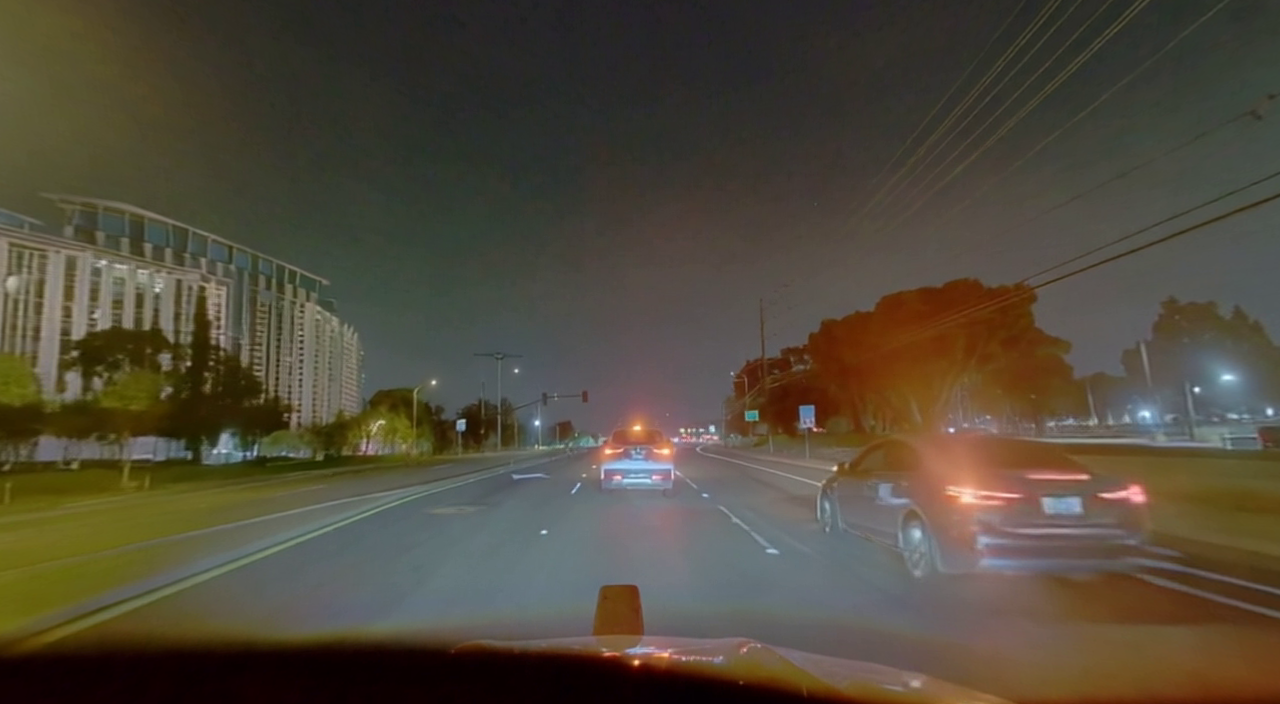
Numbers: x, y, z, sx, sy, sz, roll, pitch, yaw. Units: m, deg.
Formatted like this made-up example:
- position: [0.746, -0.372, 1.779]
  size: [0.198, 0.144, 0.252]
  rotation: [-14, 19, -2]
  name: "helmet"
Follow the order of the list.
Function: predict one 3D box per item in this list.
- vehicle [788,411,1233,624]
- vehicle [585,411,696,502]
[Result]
- position: [3.168, 1.500, 6.815]
  size: [1.990, 1.482, 4.575]
  rotation: [0, -8, 0]
  name: "vehicle"
- position: [0.014, 2.392, 14.761]
  size: [2.189, 1.776, 4.342]
  rotation: [0, -8, 0]
  name: "vehicle"
